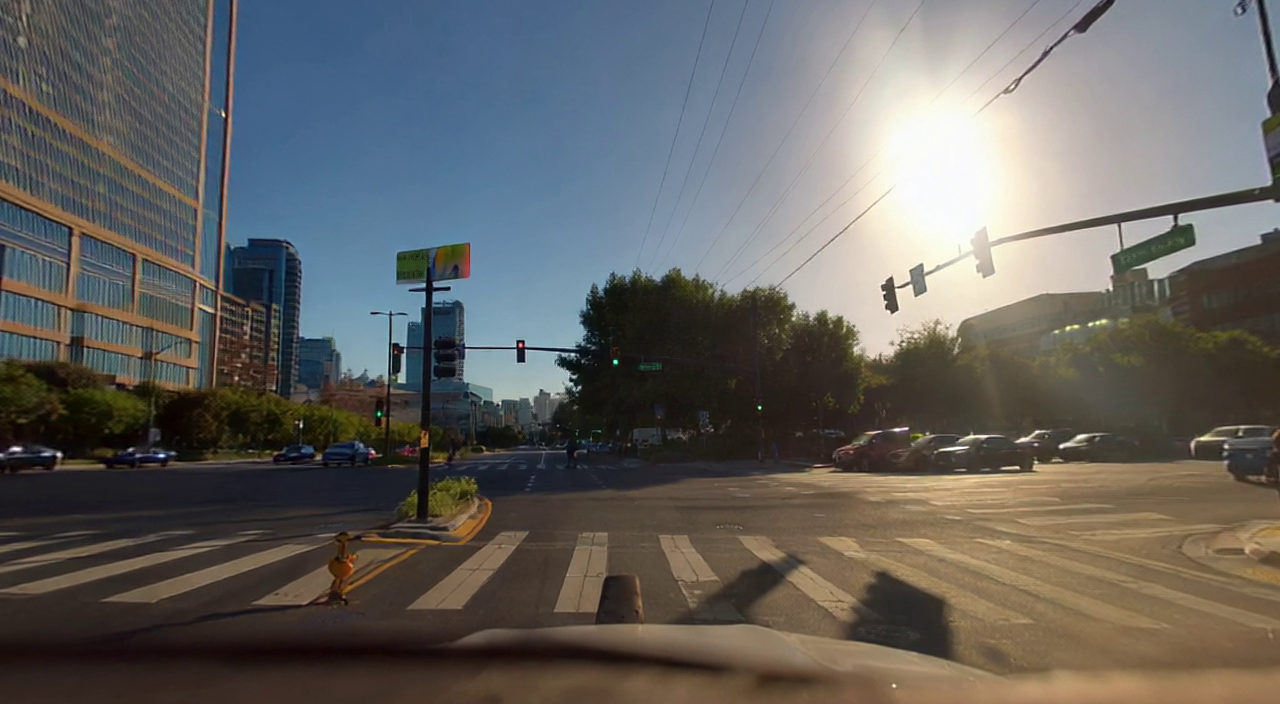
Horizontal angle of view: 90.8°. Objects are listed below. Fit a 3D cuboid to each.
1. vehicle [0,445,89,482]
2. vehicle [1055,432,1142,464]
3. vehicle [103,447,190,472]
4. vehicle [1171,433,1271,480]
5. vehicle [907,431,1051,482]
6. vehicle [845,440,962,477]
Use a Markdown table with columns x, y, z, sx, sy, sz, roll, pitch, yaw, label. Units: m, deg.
| x | y | z | sx | sy | sz | roll | pitch | yaw | label |
| --- | --- | --- | --- | --- | --- | --- | --- | --- | --- |
| -26.954 | 4.781 | 27.410 | 2.006 | 1.459 | 4.720 | 0 | -8 | -4 | vehicle |
| 28.043 | 5.922 | 38.882 | 2.066 | 1.821 | 4.509 | 0 | -8 | 2 | vehicle |
| -31.030 | 6.757 | 39.936 | 1.811 | 1.438 | 4.812 | 0 | -8 | -2 | vehicle |
| 20.993 | 3.727 | 22.773 | 4.312 | 1.540 | 2.007 | 7 | -11 | -40 | vehicle |
| 12.894 | 3.923 | 24.046 | 4.742 | 1.762 | 2.180 | 3 | -9 | -22 | vehicle |
| 11.438 | 4.623 | 27.562 | 4.317 | 1.491 | 1.896 | 1 | -9 | -11 | vehicle |
